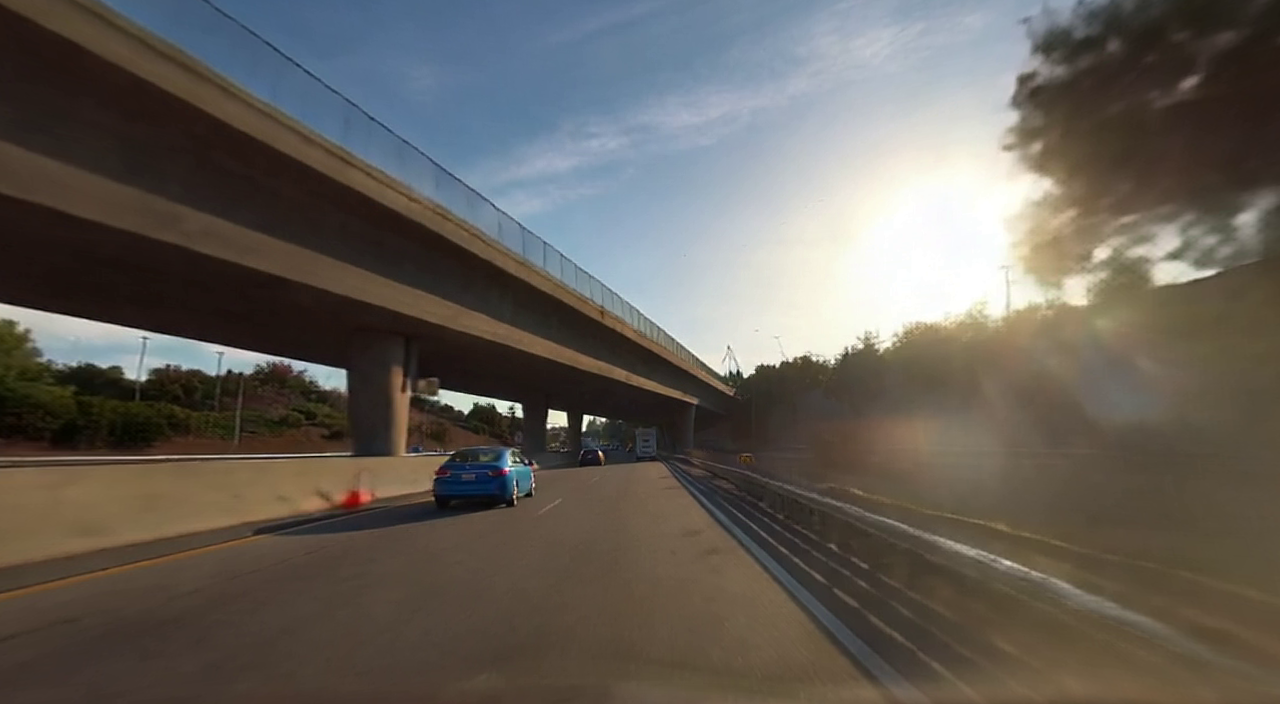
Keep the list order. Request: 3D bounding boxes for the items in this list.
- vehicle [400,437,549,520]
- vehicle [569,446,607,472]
[{"bbox_3d":[-3.427,2.710,14.136,2.012,1.510,4.672,0,-9,1],"label":"vehicle"},{"bbox_3d":[-3.148,6.566,38.905,1.965,1.459,4.145,0,-9,0],"label":"vehicle"}]
